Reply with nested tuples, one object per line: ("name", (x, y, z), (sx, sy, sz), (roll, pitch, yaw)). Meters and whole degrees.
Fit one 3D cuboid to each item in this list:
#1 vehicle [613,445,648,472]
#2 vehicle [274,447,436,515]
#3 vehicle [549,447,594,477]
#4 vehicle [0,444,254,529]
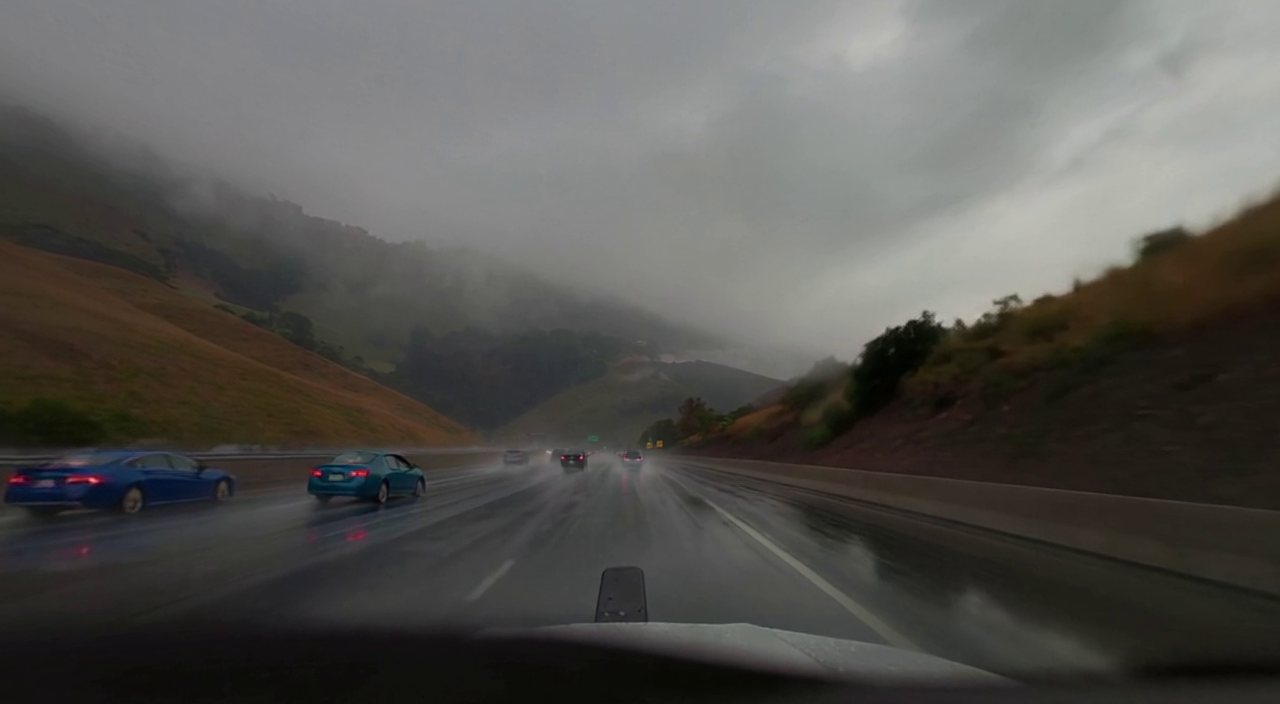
("vehicle", (-0.687, 7.034, 42.062), (2.225, 1.674, 4.044), (0, -8, -2))
("vehicle", (-6.852, 3.107, 15.776), (1.991, 1.441, 4.265), (0, -8, 1))
("vehicle", (-3.861, 6.252, 36.148), (2.144, 1.505, 4.649), (0, -8, -1))
("vehicle", (-11.096, 2.798, 13.901), (2.048, 1.501, 4.898), (0, -8, 0))
